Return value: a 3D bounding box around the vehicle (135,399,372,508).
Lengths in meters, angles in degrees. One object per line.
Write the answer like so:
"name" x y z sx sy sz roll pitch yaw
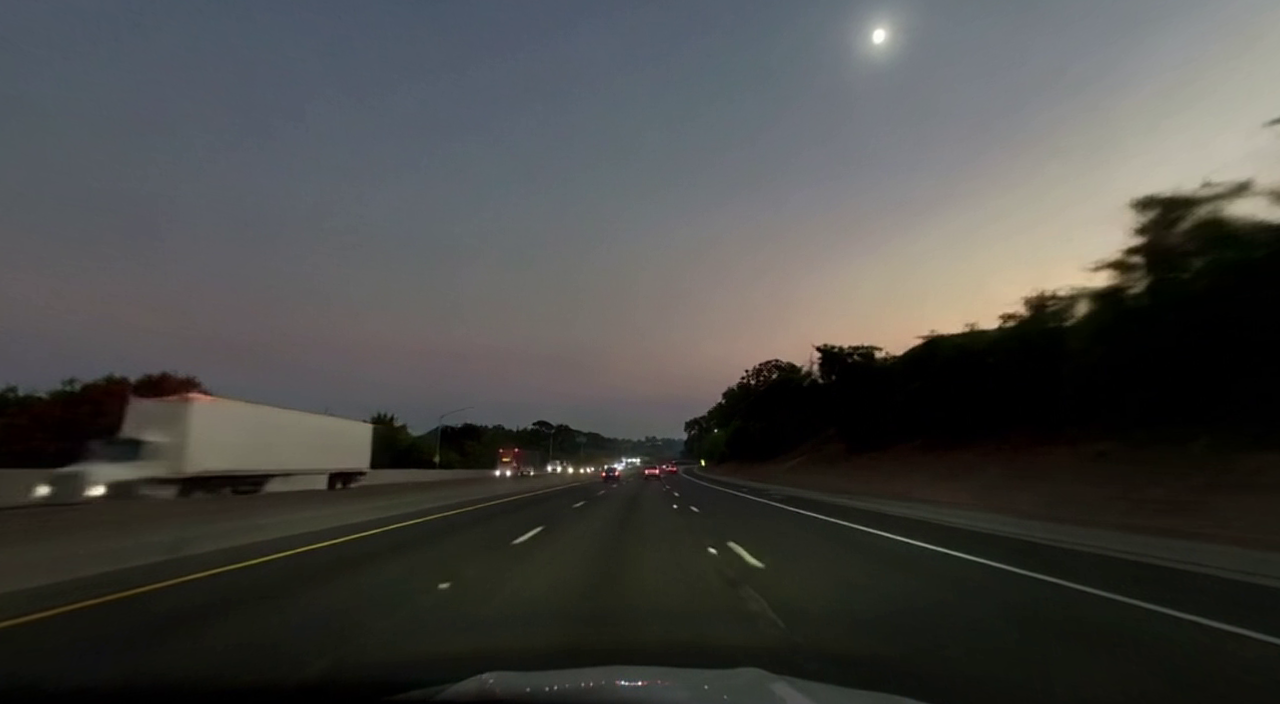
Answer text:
"vehicle" -16.953 4.896 29.660 2.806 3.974 12.703 1 -11 1

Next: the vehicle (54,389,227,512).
"vehicle" -17.096 3.441 21.877 2.964 3.880 3.101 1 -11 1
